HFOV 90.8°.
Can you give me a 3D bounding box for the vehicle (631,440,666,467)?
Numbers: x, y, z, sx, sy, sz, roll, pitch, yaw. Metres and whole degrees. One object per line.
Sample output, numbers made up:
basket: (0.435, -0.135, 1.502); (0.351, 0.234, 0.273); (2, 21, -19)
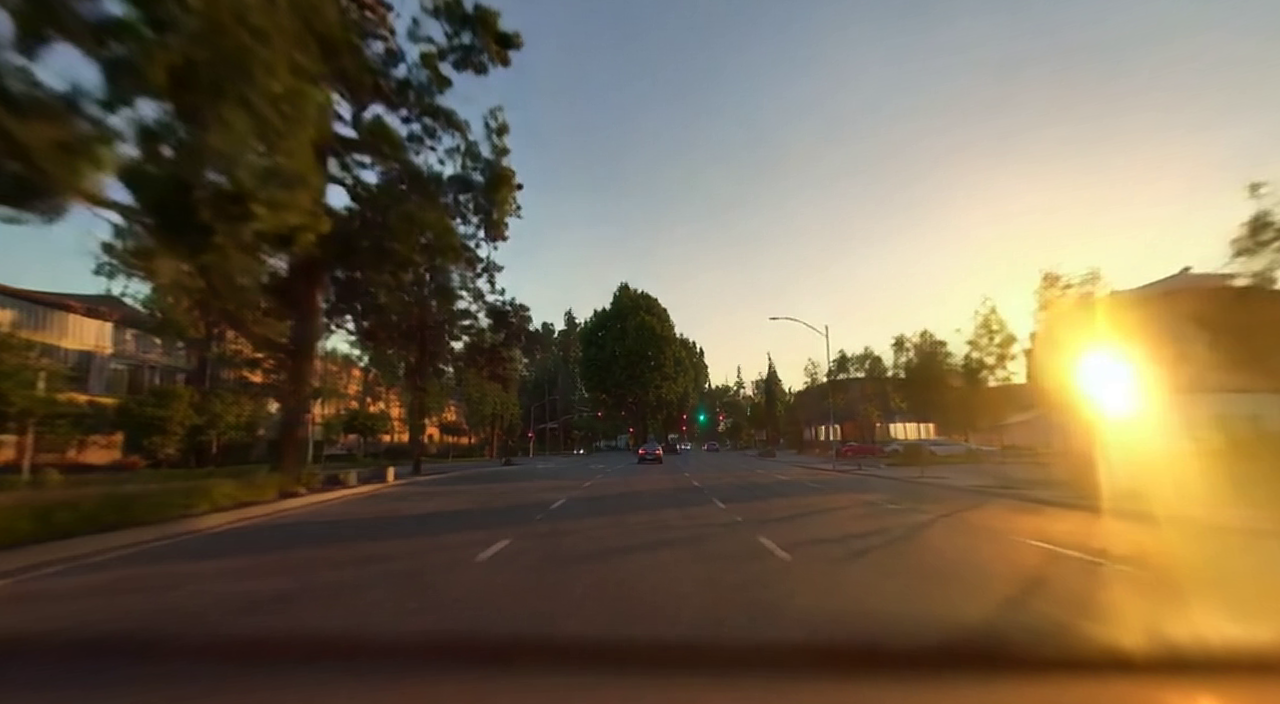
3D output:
vehicle: (0.563, 6.312, 39.359); (2.037, 1.568, 3.693); (0, -9, 3)
